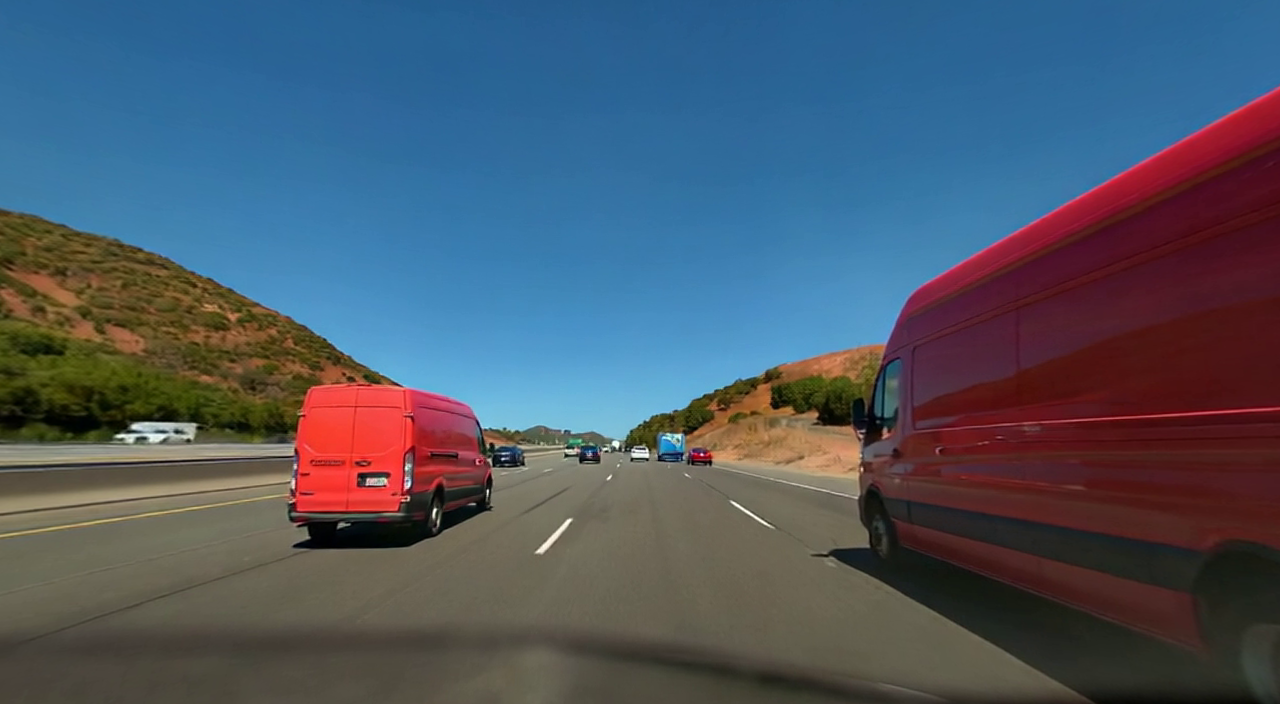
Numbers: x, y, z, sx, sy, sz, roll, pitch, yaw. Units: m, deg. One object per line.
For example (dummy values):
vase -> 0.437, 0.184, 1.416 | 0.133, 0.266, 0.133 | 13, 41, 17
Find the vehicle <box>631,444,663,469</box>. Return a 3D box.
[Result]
vehicle -> 0.453, 6.988, 42.304 | 2.014, 1.543, 3.804 | 0, -9, 0

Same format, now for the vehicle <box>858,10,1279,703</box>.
vehicle -> 4.236, 0.407, 4.578 | 2.764, 3.260, 7.019 | 0, -9, 0

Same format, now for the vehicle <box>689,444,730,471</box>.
vehicle -> 4.305, 6.572, 39.474 | 2.051, 1.598, 4.145 | 0, -9, -1

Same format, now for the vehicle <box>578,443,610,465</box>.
vehicle -> -3.472, 7.825, 48.311 | 2.138, 1.581, 4.340 | 0, -9, 0

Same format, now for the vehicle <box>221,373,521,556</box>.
vehicle -> -3.808, 1.800, 10.593 | 2.421, 2.203, 5.775 | 0, -9, 1
